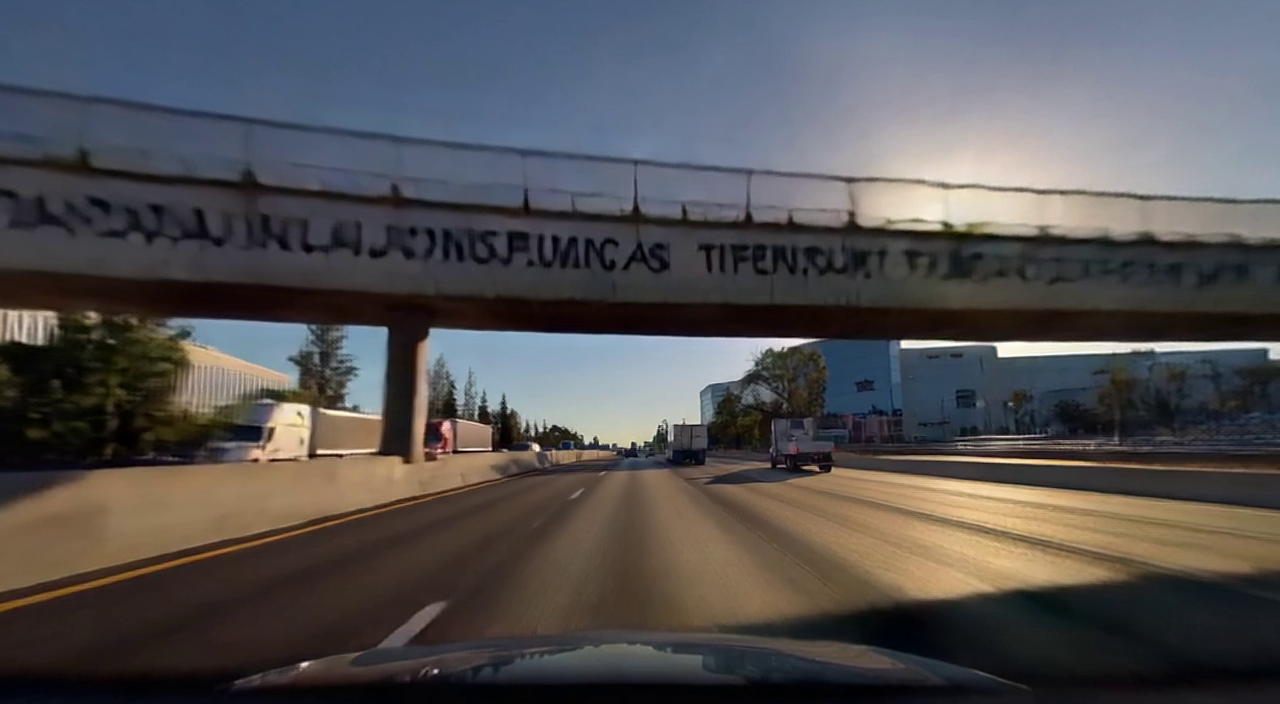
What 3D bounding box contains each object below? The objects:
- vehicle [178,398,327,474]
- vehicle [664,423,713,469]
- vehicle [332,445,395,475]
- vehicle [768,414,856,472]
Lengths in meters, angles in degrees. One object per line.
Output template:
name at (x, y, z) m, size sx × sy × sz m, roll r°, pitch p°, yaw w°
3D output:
vehicle at (-21.170, 4.753, 35.287) m, size 3.105 × 3.748 × 8.035 m, roll 0°, pitch -9°, yaw 0°
vehicle at (3.411, 6.884, 46.360) m, size 2.742 × 3.054 × 7.537 m, roll 0°, pitch -9°, yaw -2°
vehicle at (-13.785, 5.386, 31.637) m, size 1.578 × 1.376 × 3.354 m, roll 0°, pitch -9°, yaw 0°
vehicle at (10.937, 6.011, 41.371) m, size 2.912 × 3.293 × 9.588 m, roll 0°, pitch -9°, yaw -1°
